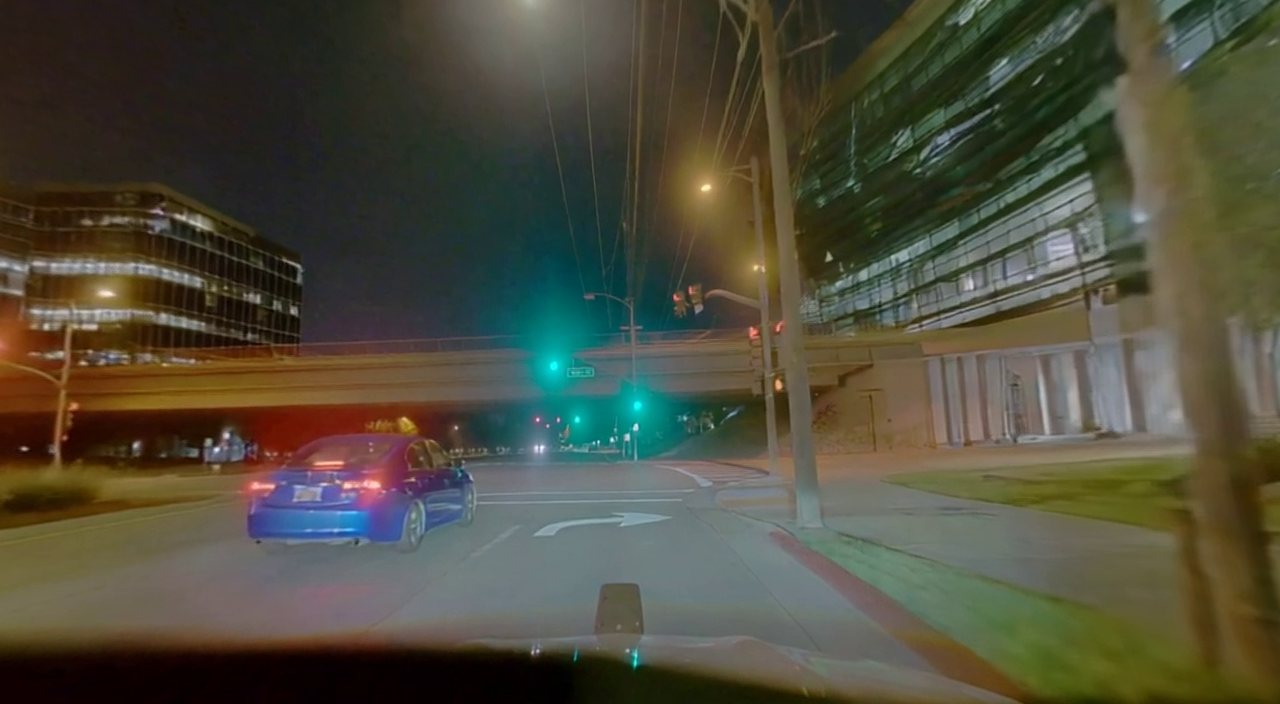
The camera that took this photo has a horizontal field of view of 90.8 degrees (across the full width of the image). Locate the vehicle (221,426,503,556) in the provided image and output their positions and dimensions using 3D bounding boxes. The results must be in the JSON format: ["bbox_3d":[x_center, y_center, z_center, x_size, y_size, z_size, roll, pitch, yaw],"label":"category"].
[{"bbox_3d":[-3.669,1.906,9.515,2.154,1.465,4.532,0,-8,0],"label":"vehicle"}]
